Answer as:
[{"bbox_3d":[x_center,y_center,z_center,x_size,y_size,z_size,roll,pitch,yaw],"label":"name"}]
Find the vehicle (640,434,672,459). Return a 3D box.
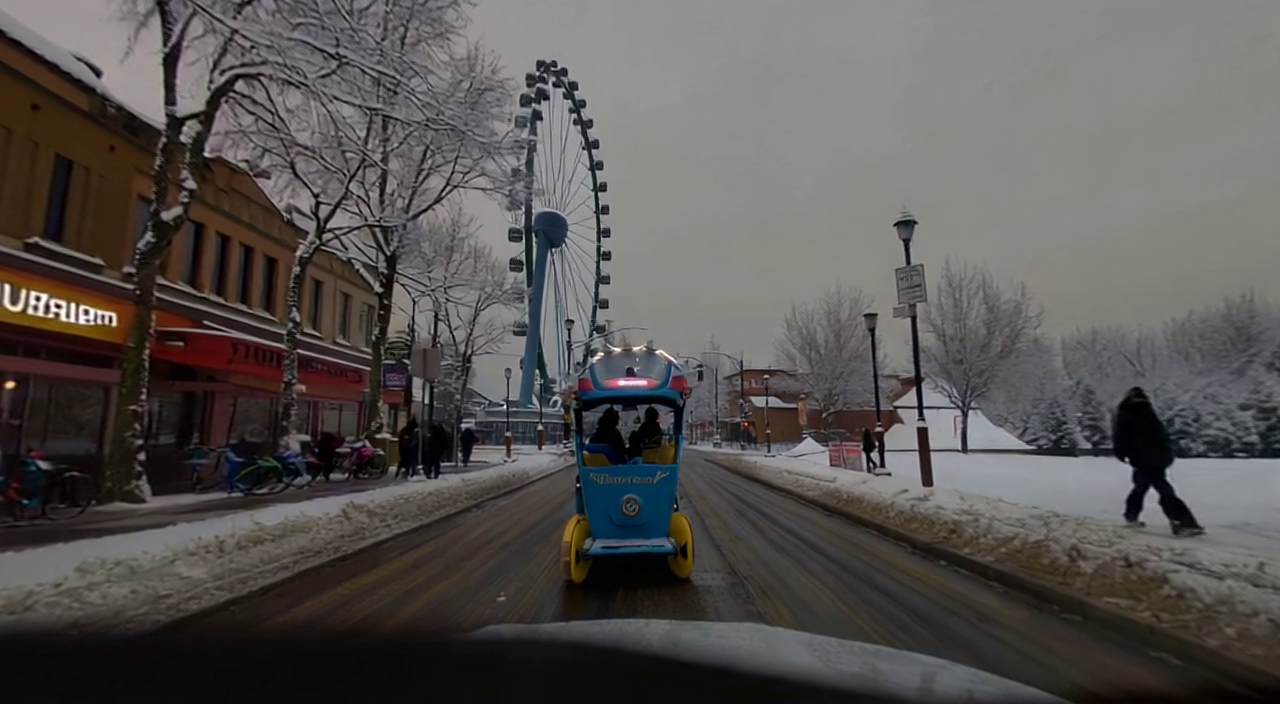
[{"bbox_3d":[1.198,7.009,46.684,2.221,1.773,4.228,-1,-9,2],"label":"vehicle"}]
